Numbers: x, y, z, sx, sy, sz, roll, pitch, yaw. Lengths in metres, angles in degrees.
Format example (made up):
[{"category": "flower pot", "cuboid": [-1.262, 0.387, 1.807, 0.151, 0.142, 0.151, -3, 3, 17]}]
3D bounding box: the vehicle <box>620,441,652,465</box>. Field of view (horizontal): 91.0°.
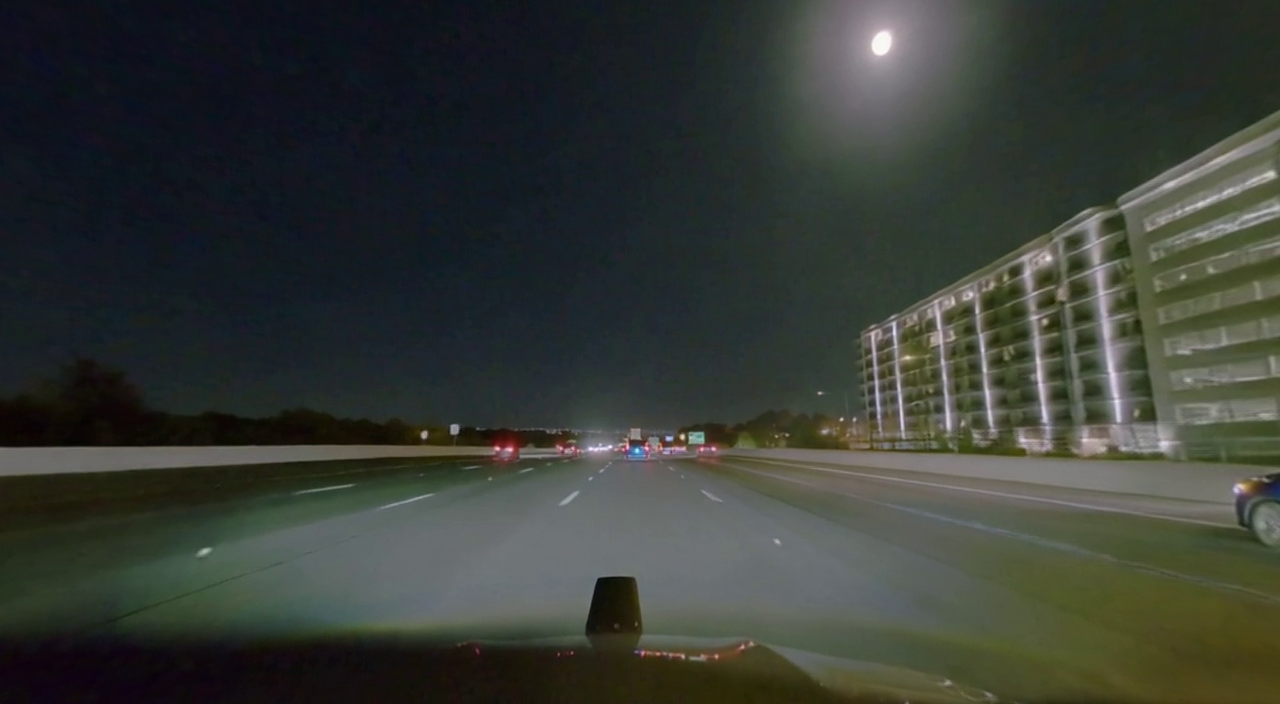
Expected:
[{"category": "vehicle", "cuboid": [-0.249, 6.744, 42.125, 2.036, 1.542, 3.891, 0, -8, 0]}]
